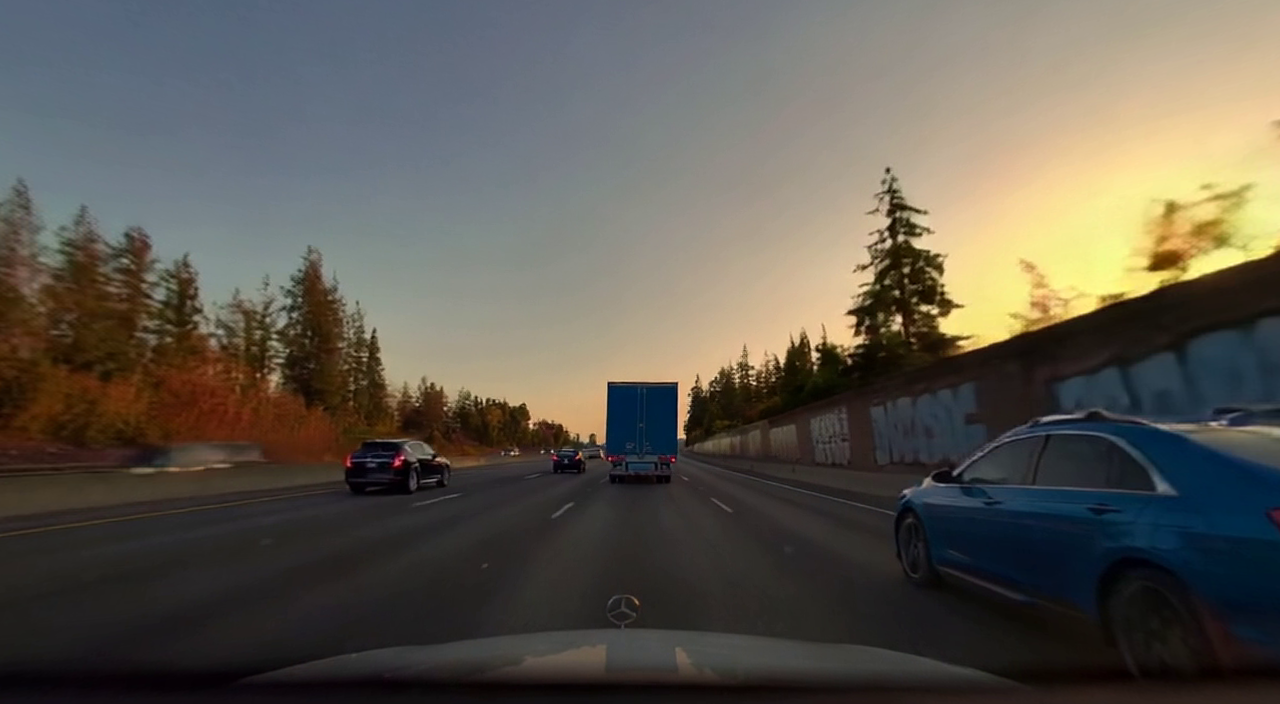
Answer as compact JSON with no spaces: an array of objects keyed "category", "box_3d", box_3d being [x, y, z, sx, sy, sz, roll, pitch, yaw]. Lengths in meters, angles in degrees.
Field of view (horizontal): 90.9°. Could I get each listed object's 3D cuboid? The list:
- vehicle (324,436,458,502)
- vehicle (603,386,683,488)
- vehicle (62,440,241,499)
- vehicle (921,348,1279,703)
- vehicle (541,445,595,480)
[{"category":"vehicle","box_3d":[-6.717,3.200,17.561,2.005,1.607,4.042,0,-9,1]},{"category":"vehicle","box_3d":[0.060,3.843,27.797,2.915,3.661,9.741,0,-9,-1]},{"category":"vehicle","box_3d":[-14.008,3.382,18.425,2.003,1.516,3.922,0,-9,1]},{"category":"vehicle","box_3d":[3.704,0.986,3.512,2.205,1.689,4.403,0,-9,0]},{"category":"vehicle","box_3d":[-3.311,5.188,29.865,2.020,1.505,4.171,0,-9,1]}]
